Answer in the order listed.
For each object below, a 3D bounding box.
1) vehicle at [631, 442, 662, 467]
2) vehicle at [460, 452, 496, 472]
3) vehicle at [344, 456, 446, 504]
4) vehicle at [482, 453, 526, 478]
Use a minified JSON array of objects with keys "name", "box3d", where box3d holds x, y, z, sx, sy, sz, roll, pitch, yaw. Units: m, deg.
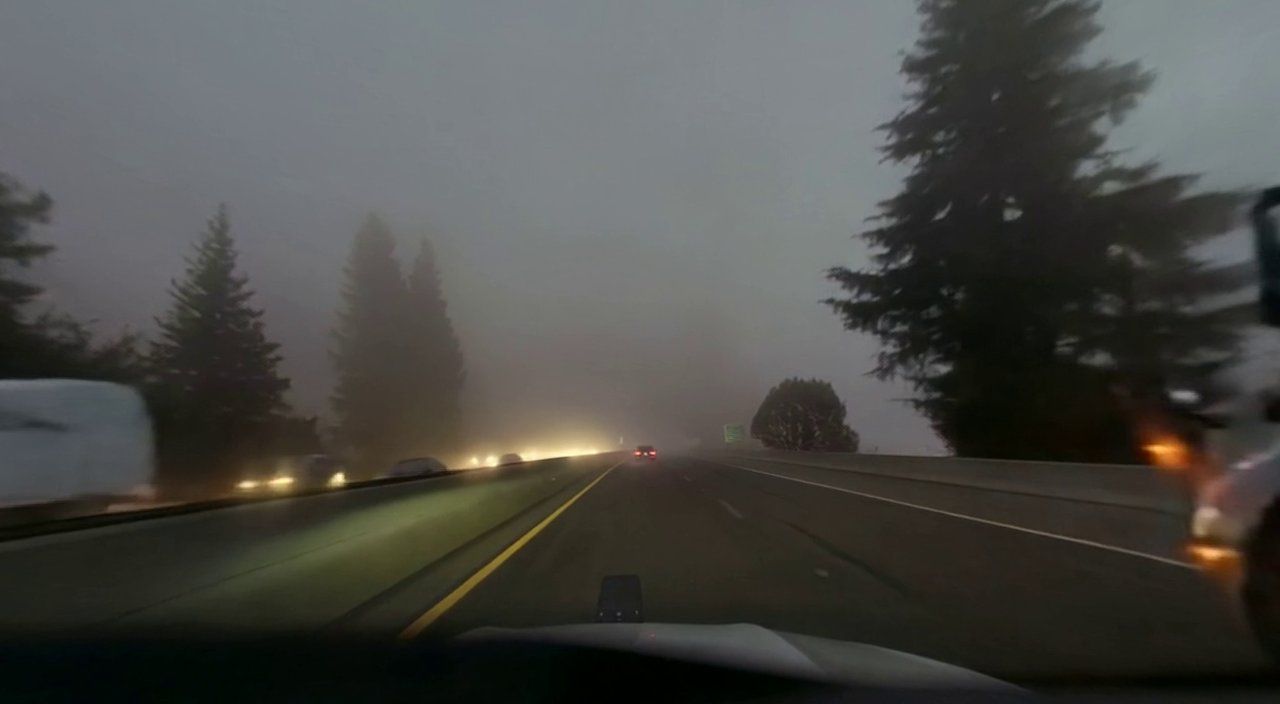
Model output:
[{"name":"vehicle","box3d":[0.432,7.159,43.847,2.098,1.692,4.038,0,-9,0]},{"name":"vehicle","box3d":[-12.780,8.665,49.649,1.759,1.494,3.752,-1,-9,1]},{"name":"vehicle","box3d":[-8.608,4.502,22.457,1.911,1.493,4.149,-1,-9,1]},{"name":"vehicle","box3d":[-8.674,7.236,40.252,1.919,1.491,3.932,-1,-9,1]}]
